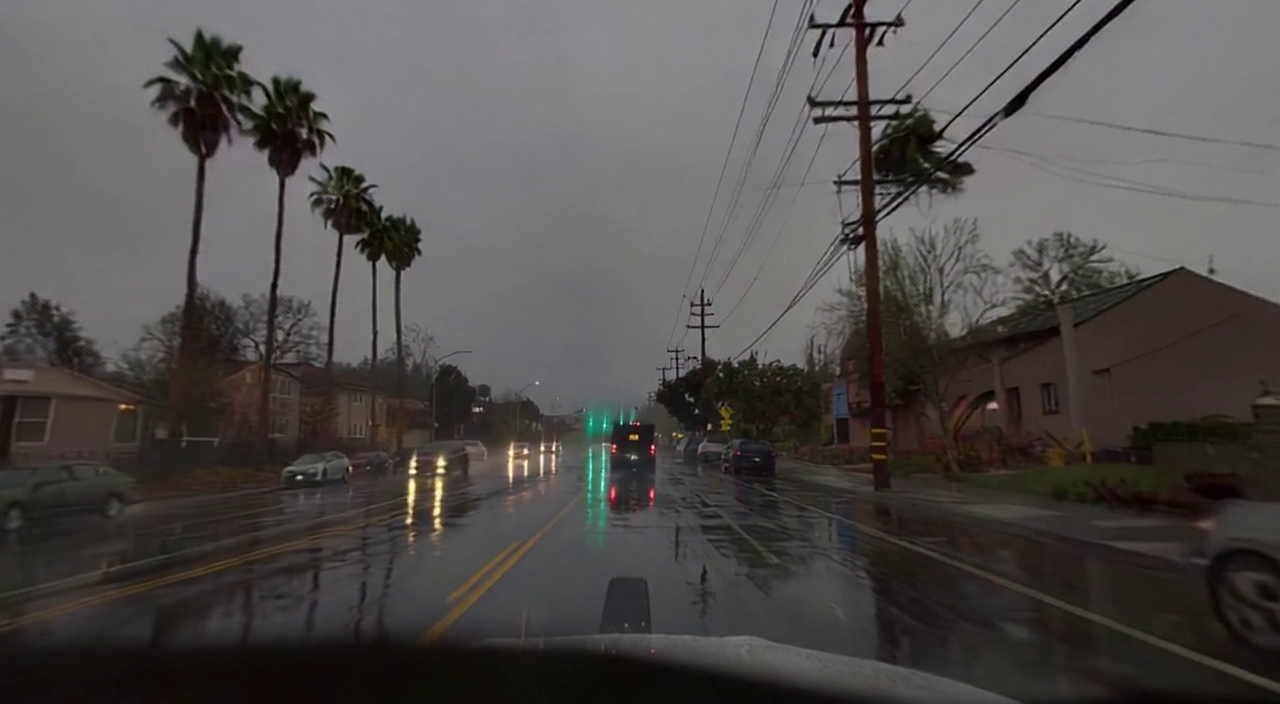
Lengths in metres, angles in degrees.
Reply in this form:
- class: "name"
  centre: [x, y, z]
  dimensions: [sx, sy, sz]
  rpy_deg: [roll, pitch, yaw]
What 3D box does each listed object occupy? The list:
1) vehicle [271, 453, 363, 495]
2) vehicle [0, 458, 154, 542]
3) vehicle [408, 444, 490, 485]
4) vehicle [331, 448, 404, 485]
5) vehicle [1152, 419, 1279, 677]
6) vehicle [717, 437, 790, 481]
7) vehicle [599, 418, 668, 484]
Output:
- class: "vehicle"
  centre: [-13.143, 4.956, 25.938]
  dimensions: [1.841, 1.356, 3.938]
  rpy_deg: [-4, -8, -2]
- class: "vehicle"
  centre: [-12.839, 3.057, 13.108]
  dimensions: [2.004, 1.441, 4.572]
  rpy_deg: [-3, -8, -3]
- class: "vehicle"
  centre: [-7.254, 4.295, 24.449]
  dimensions: [1.844, 1.453, 4.414]
  rpy_deg: [0, -8, -1]
- class: "vehicle"
  centre: [-13.653, 5.724, 31.898]
  dimensions: [1.979, 1.509, 4.763]
  rpy_deg: [-3, -7, -5]
- class: "vehicle"
  centre: [4.684, 0.926, 2.295]
  dimensions: [2.022, 1.456, 4.246]
  rpy_deg: [0, -8, -1]
- class: "vehicle"
  centre: [4.260, 4.075, 24.351]
  dimensions: [1.946, 1.530, 4.240]
  rpy_deg: [0, -8, -1]
- class: "vehicle"
  centre: [-0.346, 3.451, 22.147]
  dimensions: [2.168, 2.040, 4.527]
  rpy_deg: [0, -8, -4]
